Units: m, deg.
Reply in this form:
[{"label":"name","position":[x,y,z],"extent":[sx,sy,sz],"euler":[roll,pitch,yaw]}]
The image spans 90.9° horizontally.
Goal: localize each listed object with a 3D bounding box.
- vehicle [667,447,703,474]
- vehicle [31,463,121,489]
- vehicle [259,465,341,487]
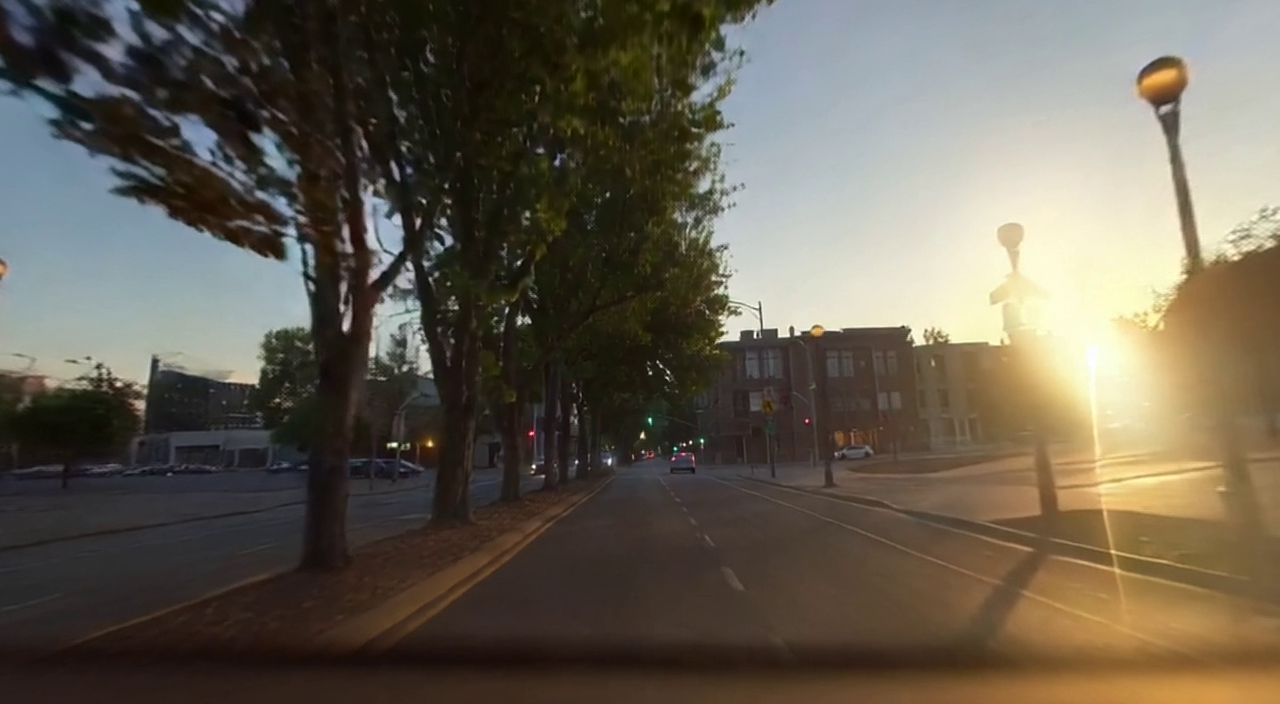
[{"label":"vehicle","position":[2.990,7.379,42.985],"extent":[2.129,1.719,4.205],"euler":[0,-9,0]},{"label":"vehicle","position":[-41.819,9.185,46.808],"extent":[4.687,1.625,2.096],"euler":[-2,-8,0]},{"label":"vehicle","position":[-24.975,9.118,46.419],"extent":[4.815,1.469,2.056],"euler":[0,-8,1]}]
